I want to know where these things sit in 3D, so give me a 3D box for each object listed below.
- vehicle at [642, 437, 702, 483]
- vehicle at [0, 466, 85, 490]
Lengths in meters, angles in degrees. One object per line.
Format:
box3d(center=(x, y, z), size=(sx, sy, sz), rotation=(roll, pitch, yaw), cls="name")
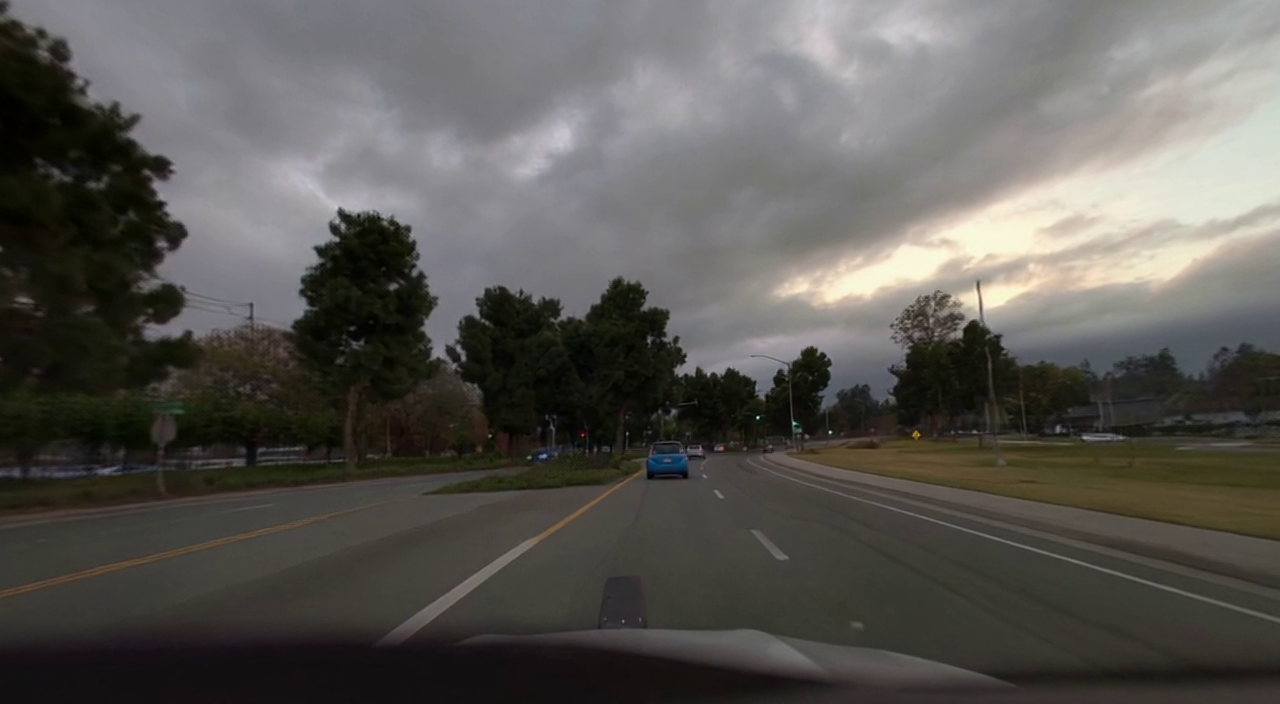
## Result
box3d(center=(1.201, 3.925, 23.251), size=(2.010, 1.535, 3.735), rotation=(-1, -8, 4), cls="vehicle")
box3d(center=(-38.576, 8.064, 40.409), size=(4.365, 1.430, 1.898), rotation=(-1, -8, 4), cls="vehicle")
